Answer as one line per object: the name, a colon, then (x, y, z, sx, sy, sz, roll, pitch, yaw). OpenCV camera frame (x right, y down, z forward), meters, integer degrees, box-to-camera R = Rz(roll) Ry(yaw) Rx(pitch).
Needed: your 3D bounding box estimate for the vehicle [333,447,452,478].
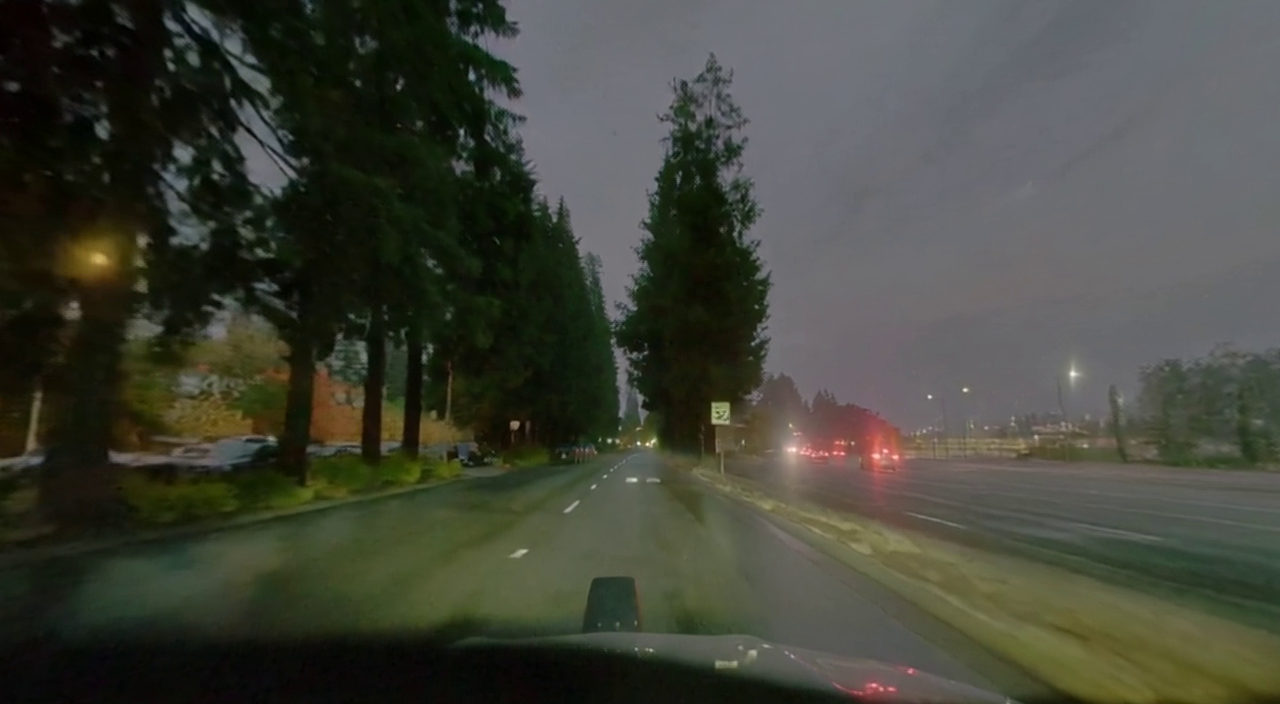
vehicle: (-12.801, 5.747, 32.794, 5.300, 1.432, 1.951, 1, -8, 0)

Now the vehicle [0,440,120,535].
vehicle: (-13.483, 2.614, 12.521, 4.422, 1.694, 2.026, 0, -8, 1)
